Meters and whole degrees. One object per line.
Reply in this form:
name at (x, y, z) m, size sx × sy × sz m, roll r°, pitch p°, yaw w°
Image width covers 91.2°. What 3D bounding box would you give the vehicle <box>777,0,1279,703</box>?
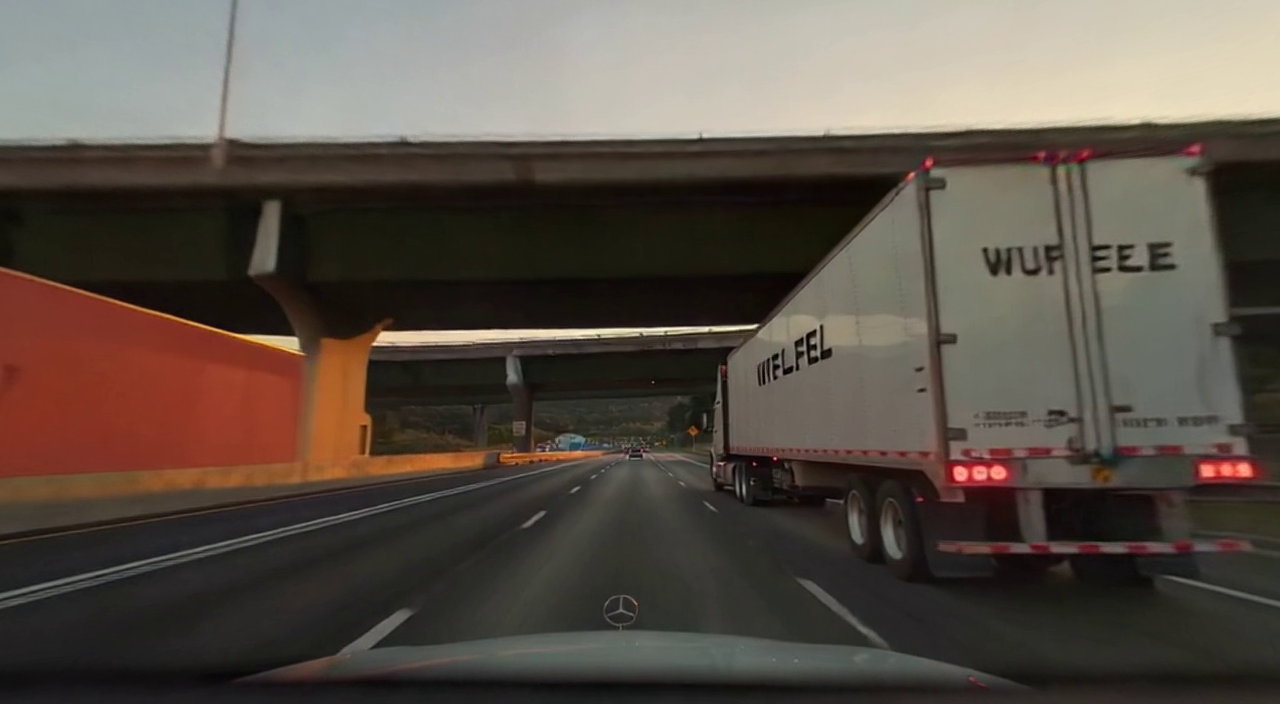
vehicle at (4.035, 0.456, 7.121) m, size 2.869 × 4.013 × 8.610 m, roll 0°, pitch -9°, yaw -1°
